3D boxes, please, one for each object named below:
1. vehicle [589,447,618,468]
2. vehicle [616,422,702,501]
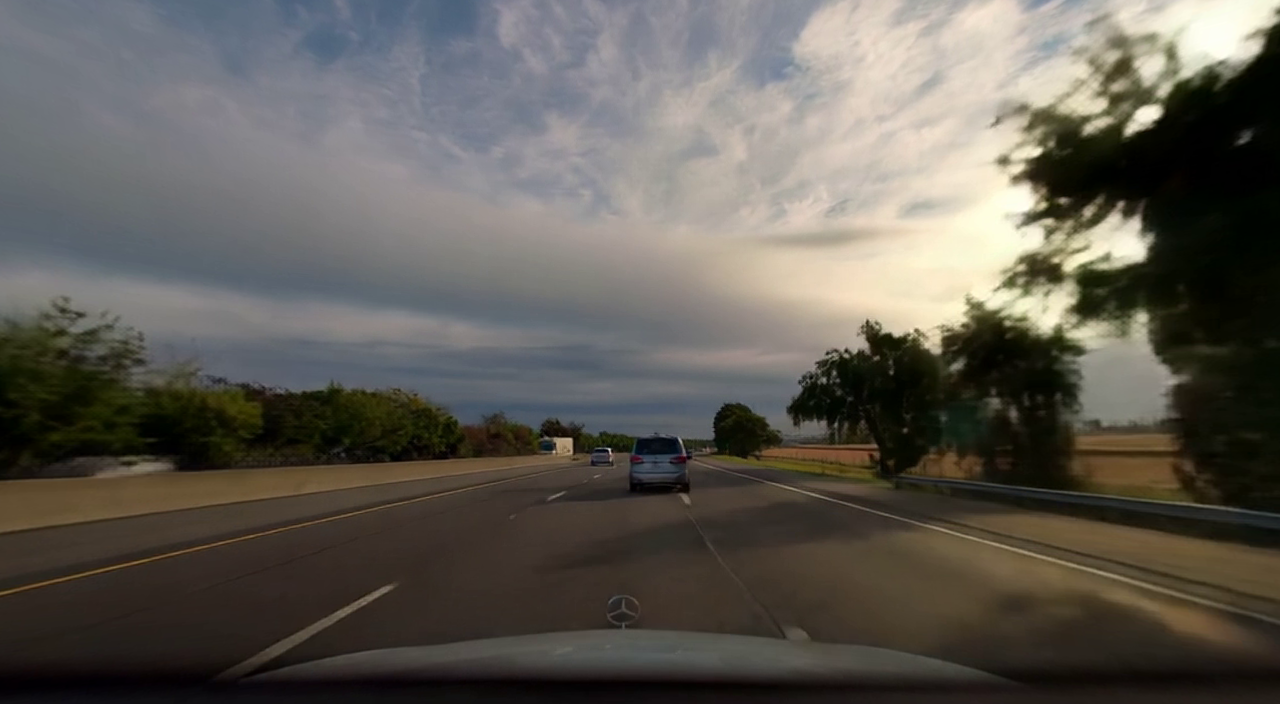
[{"bbox_3d":[-2.820,8.359,49.906,1.959,1.571,4.313,-1,-9,1],"label":"vehicle"},{"bbox_3d":[0.597,3.239,18.870,2.219,2.033,4.911,-1,-9,3],"label":"vehicle"}]
